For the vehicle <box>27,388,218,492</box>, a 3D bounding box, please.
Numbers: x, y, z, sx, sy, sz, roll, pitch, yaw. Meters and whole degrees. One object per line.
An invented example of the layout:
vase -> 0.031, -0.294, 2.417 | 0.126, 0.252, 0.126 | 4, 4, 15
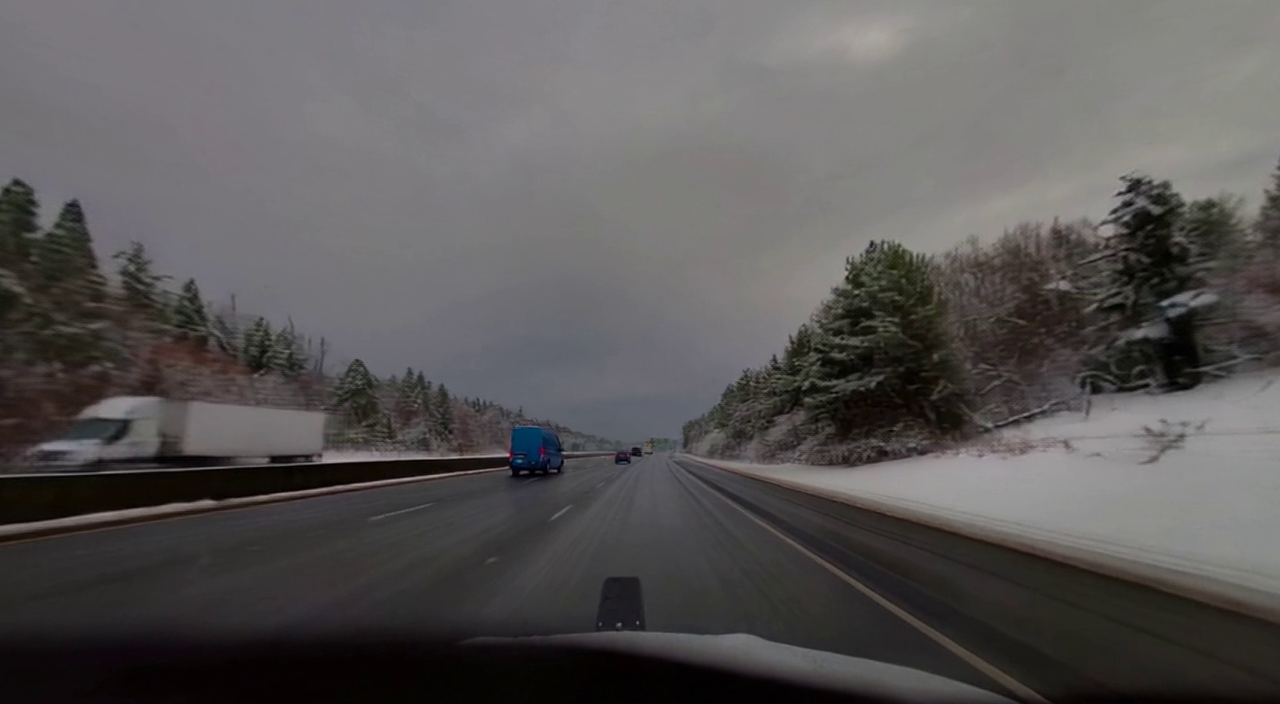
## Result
vehicle -> -22.169, 3.870, 27.598 | 2.970, 4.003, 5.894 | -1, -9, 2

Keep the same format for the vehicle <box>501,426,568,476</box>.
vehicle -> -5.695, 5.494, 34.958 | 2.449, 2.471, 6.130 | -1, -9, 2
